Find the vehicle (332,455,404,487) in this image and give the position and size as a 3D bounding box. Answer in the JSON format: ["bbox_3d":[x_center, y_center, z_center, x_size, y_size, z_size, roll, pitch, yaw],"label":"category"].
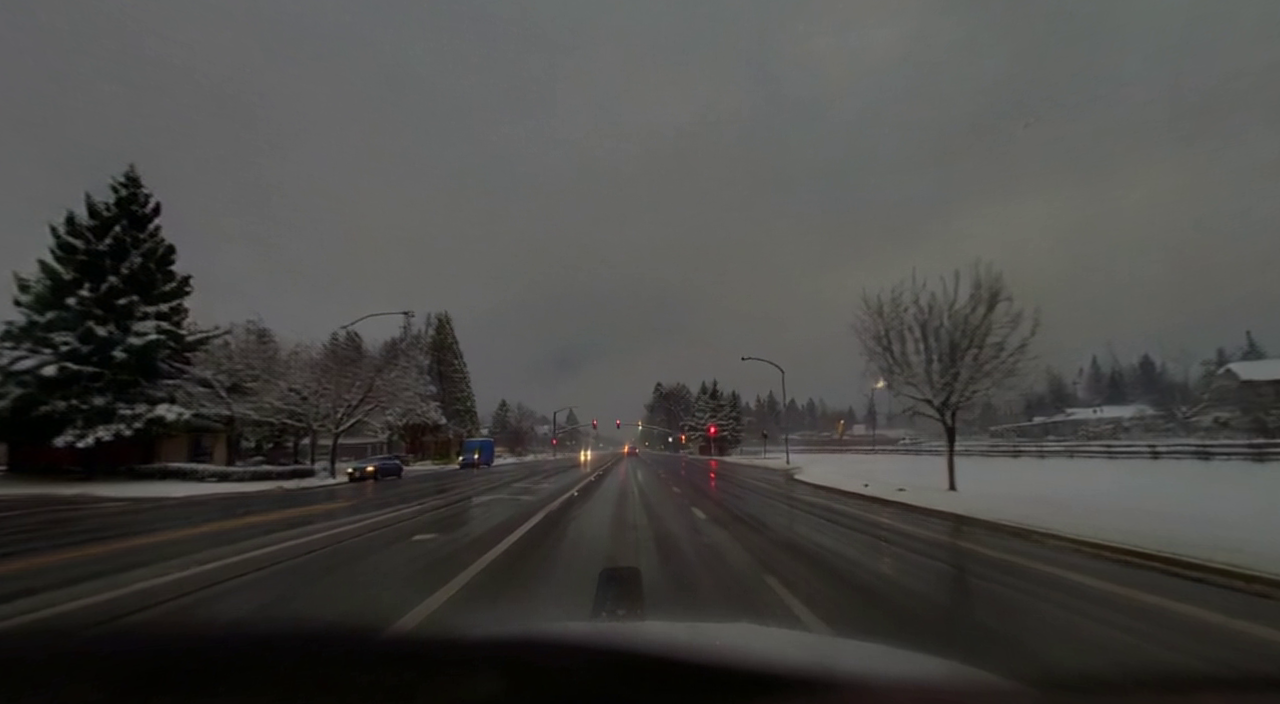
[{"bbox_3d":[-14.121,6.158,33.053,1.888,1.470,4.282,0,-9,0],"label":"vehicle"}]
